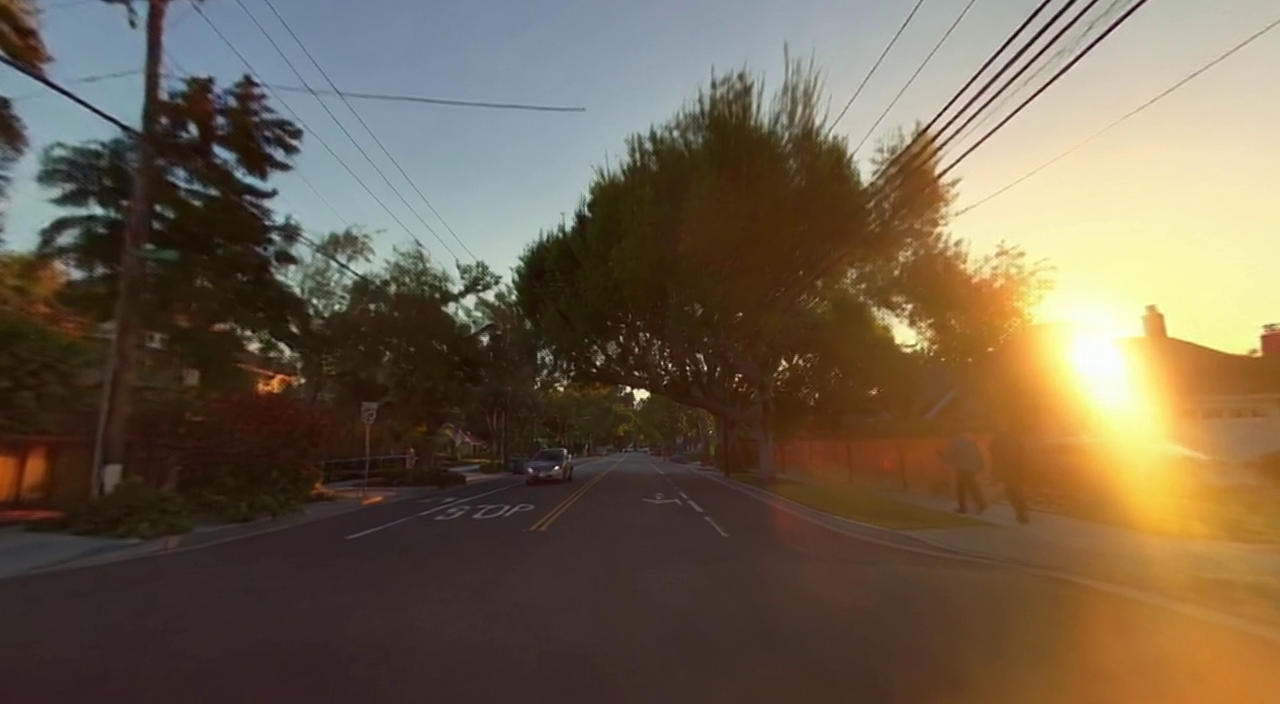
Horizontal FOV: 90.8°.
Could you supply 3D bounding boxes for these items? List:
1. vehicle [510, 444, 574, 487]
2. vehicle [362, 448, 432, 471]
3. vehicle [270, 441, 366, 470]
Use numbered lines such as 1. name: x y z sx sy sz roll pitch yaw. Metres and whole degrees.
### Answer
1. vehicle: -3.921 4.573 25.873 1.935 1.595 3.972 0 -8 0
2. vehicle: -16.786 7.426 43.819 4.199 1.510 2.058 2 -8 -10
3. vehicle: -22.136 7.104 43.700 5.369 1.862 2.338 1 -7 -9
